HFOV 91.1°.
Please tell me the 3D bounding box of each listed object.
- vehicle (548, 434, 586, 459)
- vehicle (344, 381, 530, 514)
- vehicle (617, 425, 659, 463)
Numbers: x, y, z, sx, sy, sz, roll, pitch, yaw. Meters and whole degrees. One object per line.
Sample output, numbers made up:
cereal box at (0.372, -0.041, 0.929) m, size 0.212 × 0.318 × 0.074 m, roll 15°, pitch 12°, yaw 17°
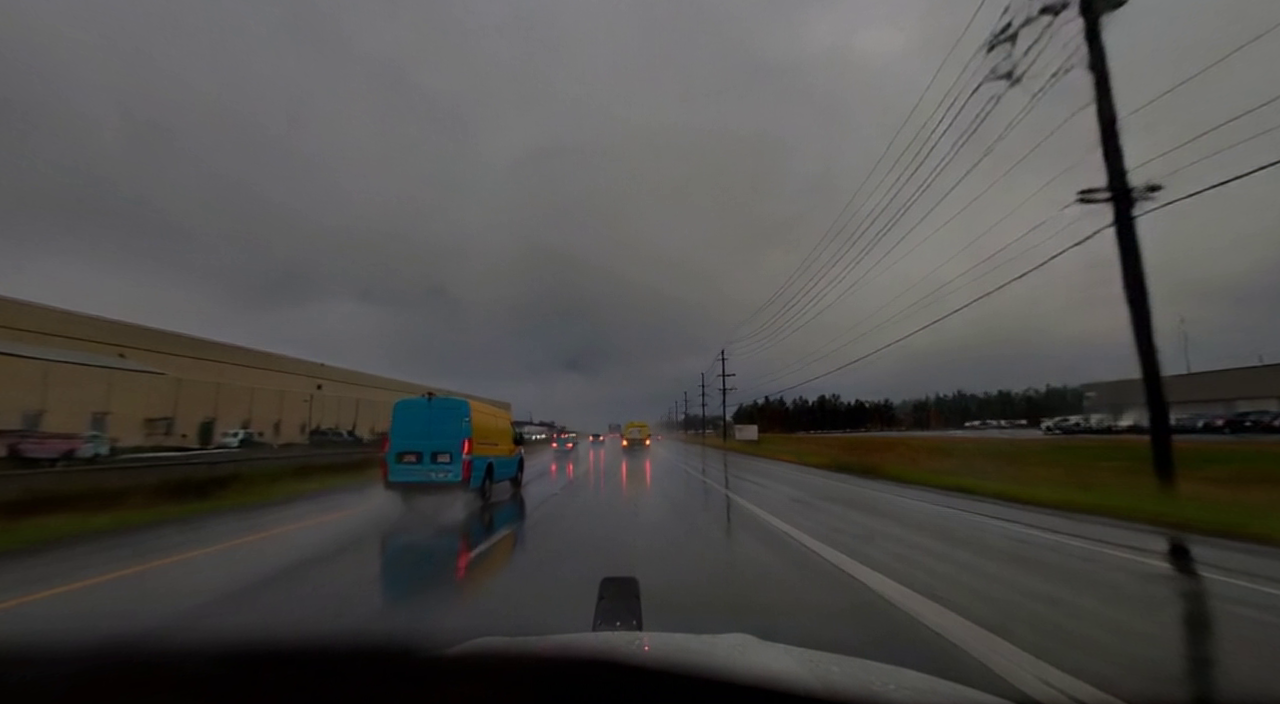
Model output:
vehicle at (-4.739, 6.197, 41.443) m, size 2.058 × 1.557 × 4.125 m, roll 0°, pitch -8°, yaw -1°
vehicle at (-4.215, 2.125, 14.460) m, size 2.388 × 2.410 × 5.787 m, roll 0°, pitch -8°, yaw -1°
vehicle at (-0.167, 5.201, 35.712) m, size 2.213 × 1.997 × 4.456 m, roll 0°, pitch -8°, yaw -1°
